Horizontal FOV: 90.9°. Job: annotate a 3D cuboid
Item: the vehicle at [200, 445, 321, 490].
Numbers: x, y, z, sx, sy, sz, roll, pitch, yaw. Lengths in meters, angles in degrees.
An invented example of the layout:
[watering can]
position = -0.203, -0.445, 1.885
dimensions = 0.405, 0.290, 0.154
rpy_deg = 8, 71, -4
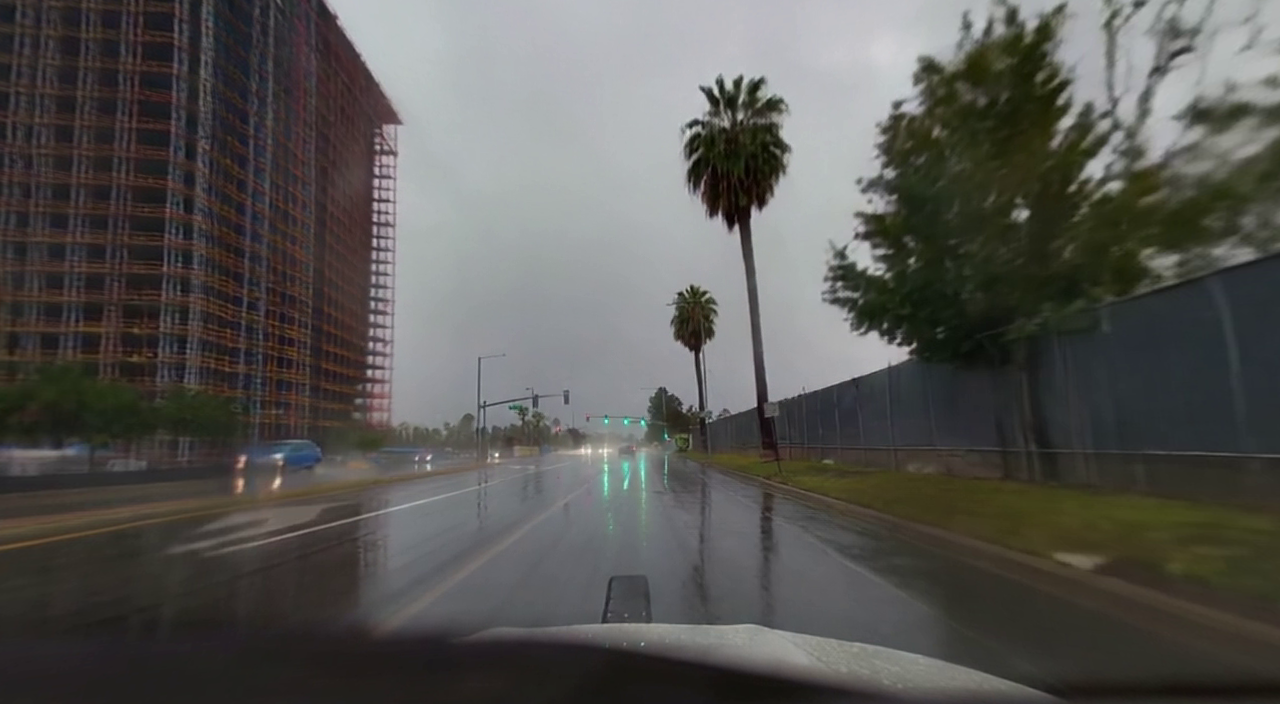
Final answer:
[vehicle]
position = -15.764, 4.794, 26.577
dimensions = 2.117, 1.706, 4.847
rpy_deg = 0, -9, -1
